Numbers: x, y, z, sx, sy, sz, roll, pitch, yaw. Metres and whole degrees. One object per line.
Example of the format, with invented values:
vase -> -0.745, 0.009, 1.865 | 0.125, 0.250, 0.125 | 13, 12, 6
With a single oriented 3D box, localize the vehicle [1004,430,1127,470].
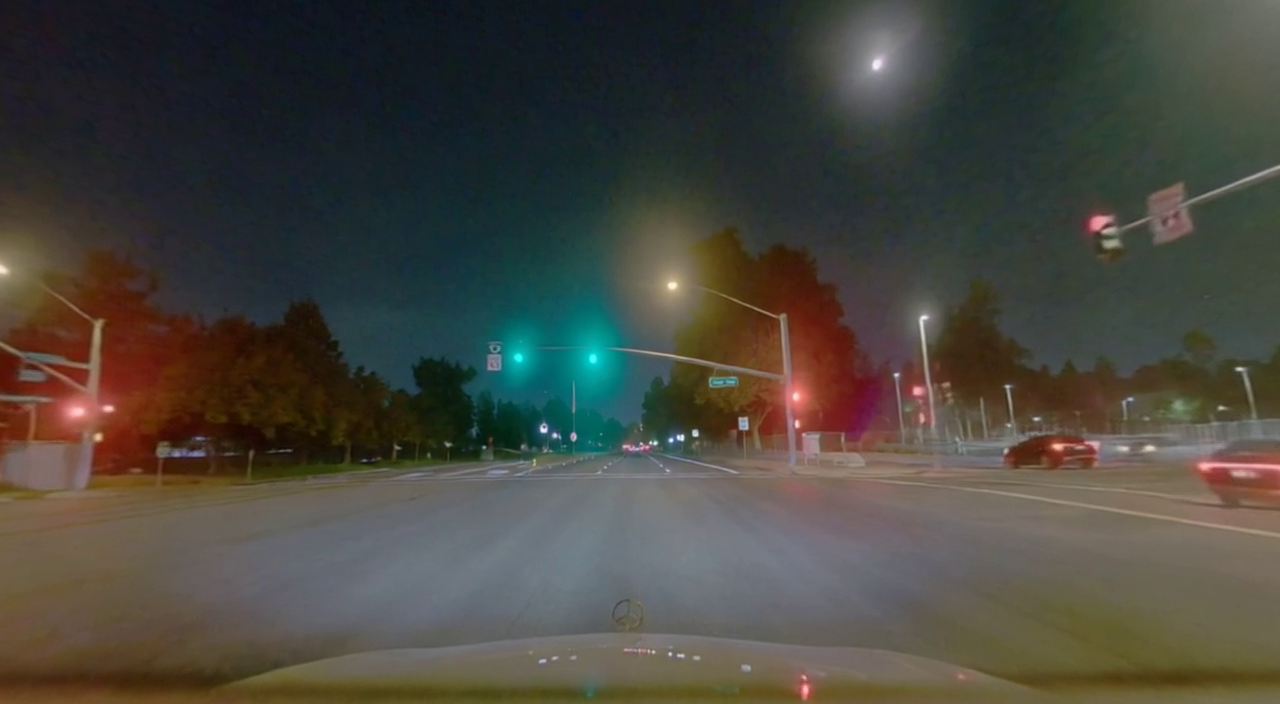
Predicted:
vehicle -> 23.528, 5.536, 35.439 | 2.802, 1.992, 6.440 | -2, -10, 5

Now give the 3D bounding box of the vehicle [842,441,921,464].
vehicle -> 16.035, 6.708, 42.139 | 4.483, 1.452, 1.924 | 0, -9, -1
